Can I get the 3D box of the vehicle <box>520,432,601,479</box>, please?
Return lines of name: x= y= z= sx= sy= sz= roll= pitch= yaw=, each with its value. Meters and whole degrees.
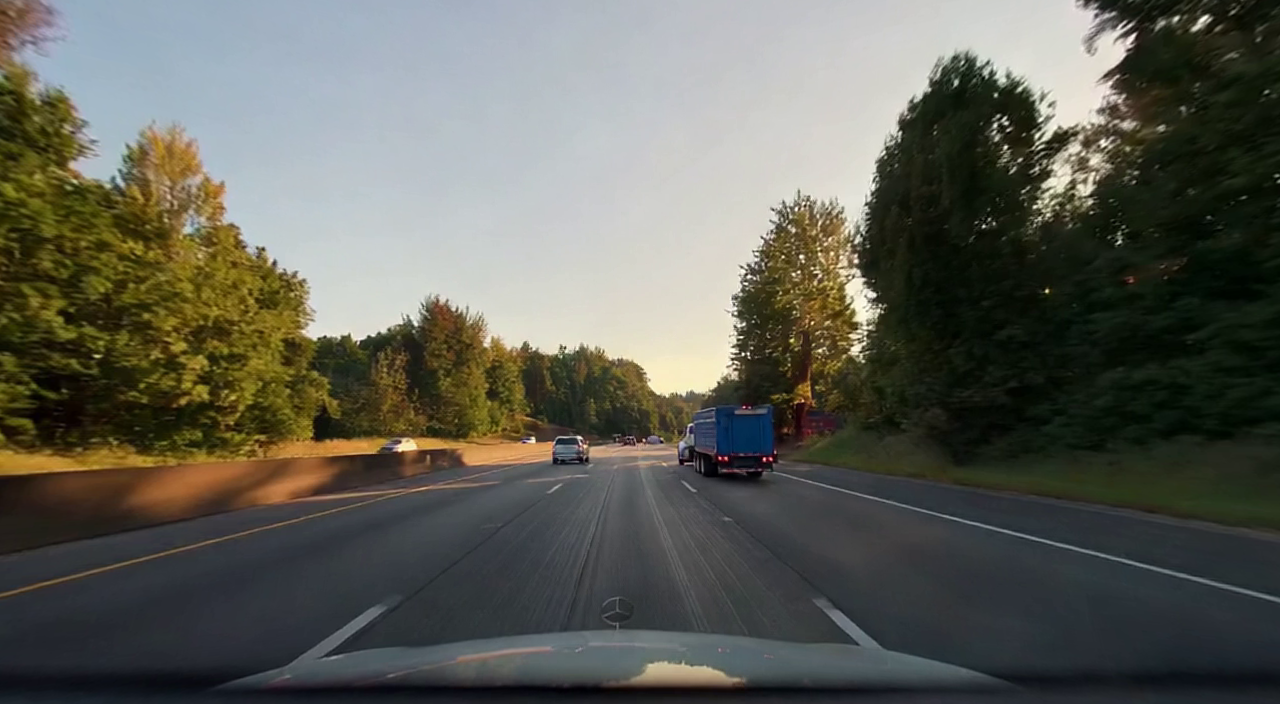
vehicle: x=-2.788 y=3.725 z=23.161 sx=2.195 sy=1.529 sz=4.572 roll=0 pitch=-8 yaw=2

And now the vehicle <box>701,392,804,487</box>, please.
vehicle: x=3.264 y=2.664 z=19.218 sx=2.256 sy=2.568 sz=4.049 roll=0 pitch=-8 yaw=-1
